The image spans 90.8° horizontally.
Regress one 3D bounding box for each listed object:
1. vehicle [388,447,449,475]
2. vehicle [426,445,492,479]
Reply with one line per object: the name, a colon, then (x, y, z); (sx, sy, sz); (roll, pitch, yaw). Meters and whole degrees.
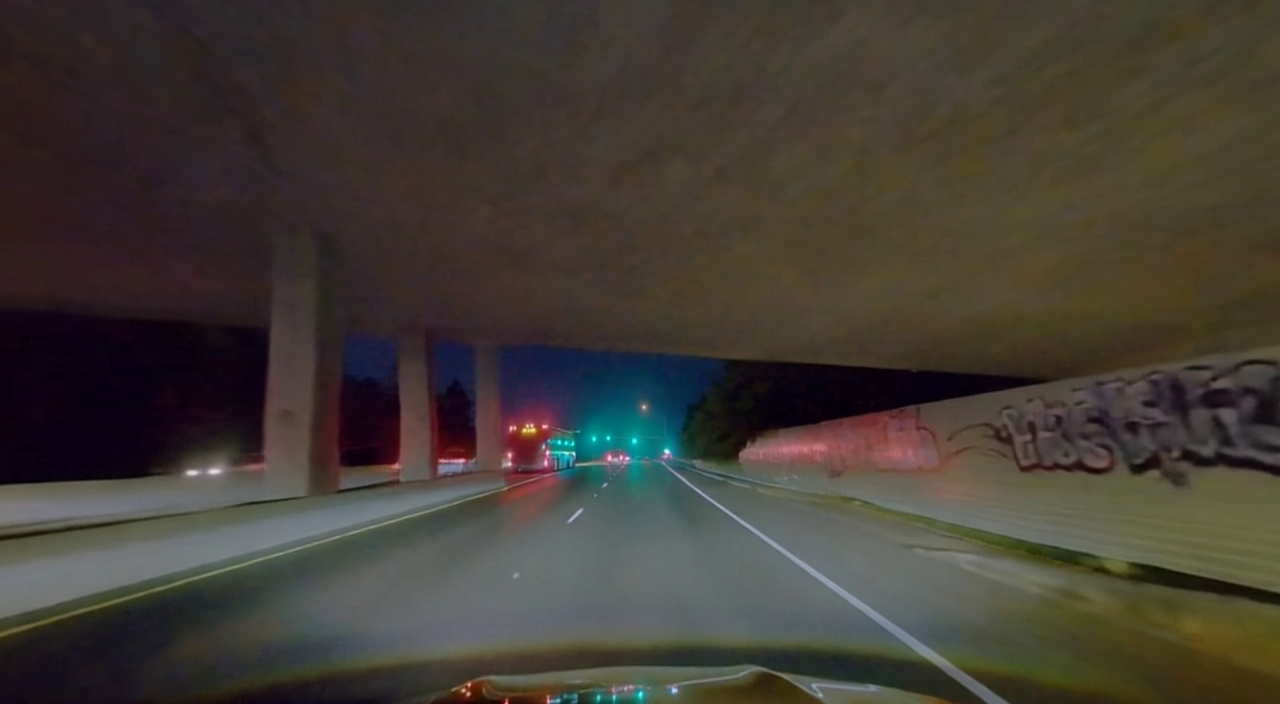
vehicle: (-13.745, 6.779, 39.482); (2.059, 1.615, 4.688); (0, -8, 1)
vehicle: (-9.320, 5.678, 32.897); (1.979, 1.600, 4.516); (0, -8, 1)
